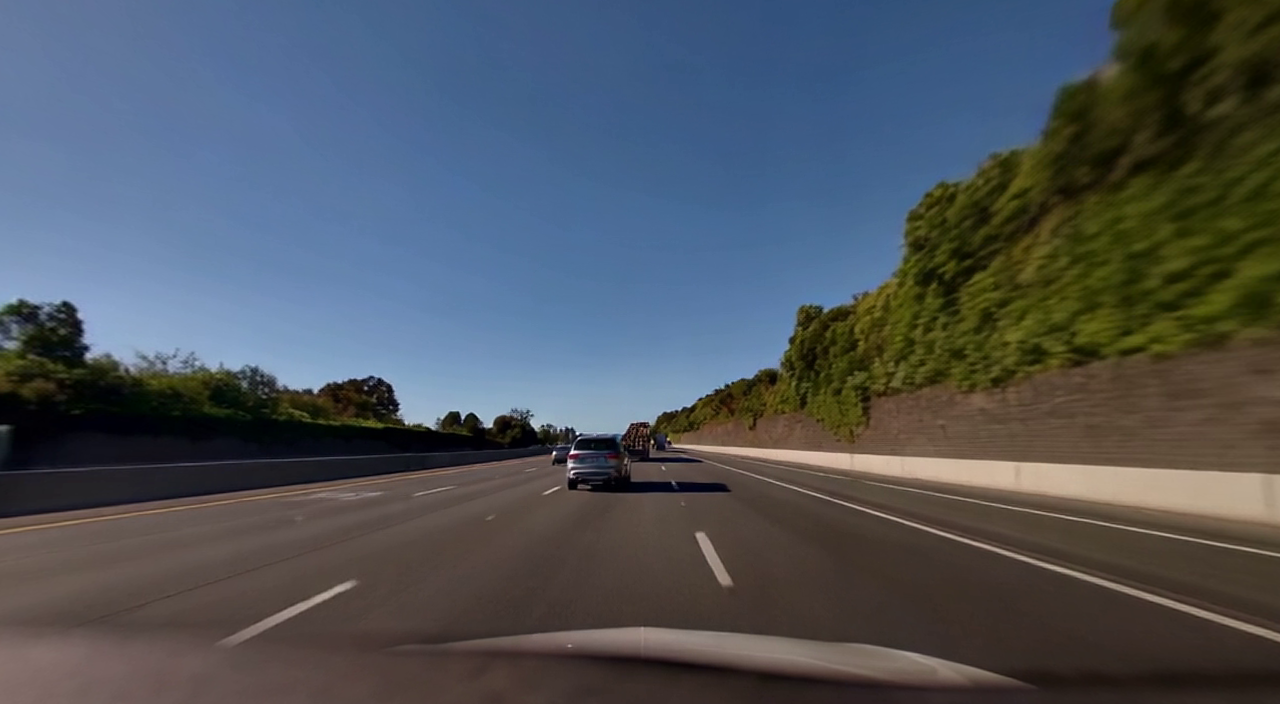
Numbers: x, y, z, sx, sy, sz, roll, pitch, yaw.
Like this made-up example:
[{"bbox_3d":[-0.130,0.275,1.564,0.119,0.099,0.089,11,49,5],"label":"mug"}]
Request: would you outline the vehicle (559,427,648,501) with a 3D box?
[{"bbox_3d":[-0.854,3.052,17.561,2.114,1.787,4.365,0,-8,1],"label":"vehicle"}]
